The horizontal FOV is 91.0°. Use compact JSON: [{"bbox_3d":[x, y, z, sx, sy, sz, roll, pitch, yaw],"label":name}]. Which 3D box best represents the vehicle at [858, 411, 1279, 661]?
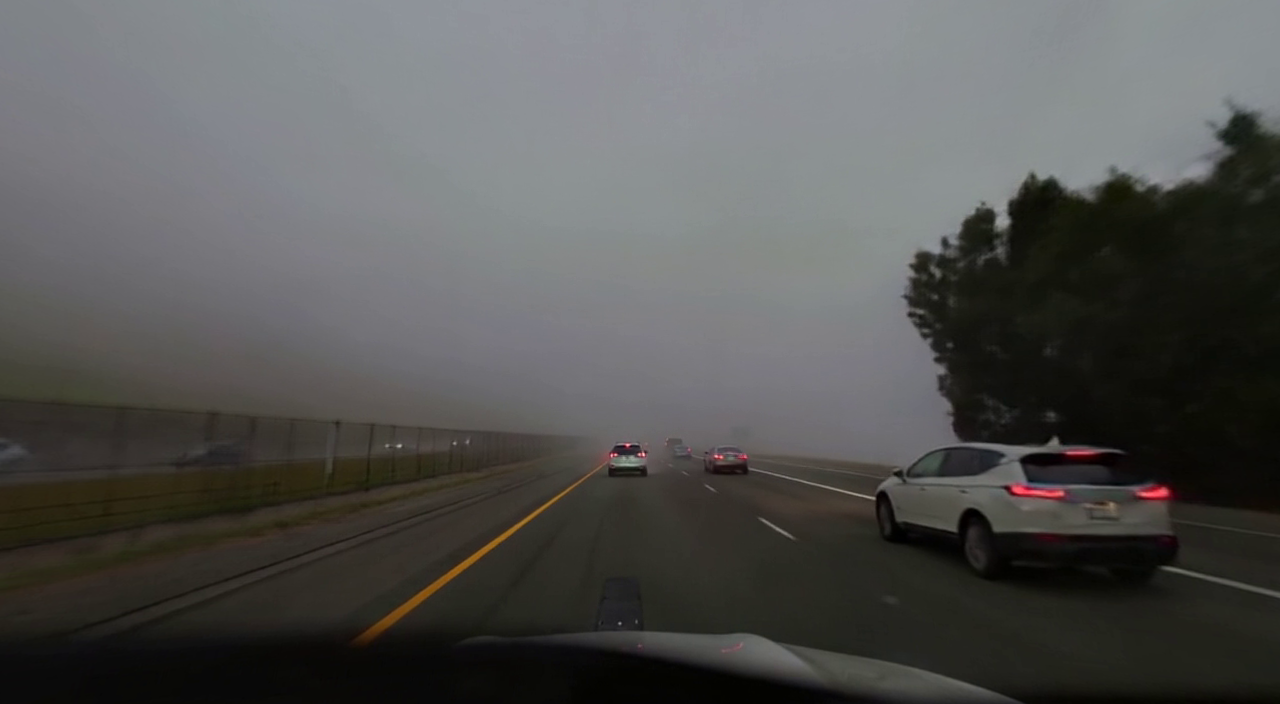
[{"bbox_3d":[3.860,1.429,6.009,1.949,1.493,4.272,0,-8,-1],"label":"vehicle"}]

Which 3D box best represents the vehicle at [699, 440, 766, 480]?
[{"bbox_3d":[3.576,4.273,25.191,1.957,1.447,4.241,0,-8,-1],"label":"vehicle"}]

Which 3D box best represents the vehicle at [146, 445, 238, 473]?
[{"bbox_3d":[-24.499,5.849,34.640,1.799,1.459,4.427,0,-9,0],"label":"vehicle"}]

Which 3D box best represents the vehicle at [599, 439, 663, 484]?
[{"bbox_3d":[-0.329,3.877,22.624,2.085,1.449,3.860,0,-9,-1],"label":"vehicle"}]
